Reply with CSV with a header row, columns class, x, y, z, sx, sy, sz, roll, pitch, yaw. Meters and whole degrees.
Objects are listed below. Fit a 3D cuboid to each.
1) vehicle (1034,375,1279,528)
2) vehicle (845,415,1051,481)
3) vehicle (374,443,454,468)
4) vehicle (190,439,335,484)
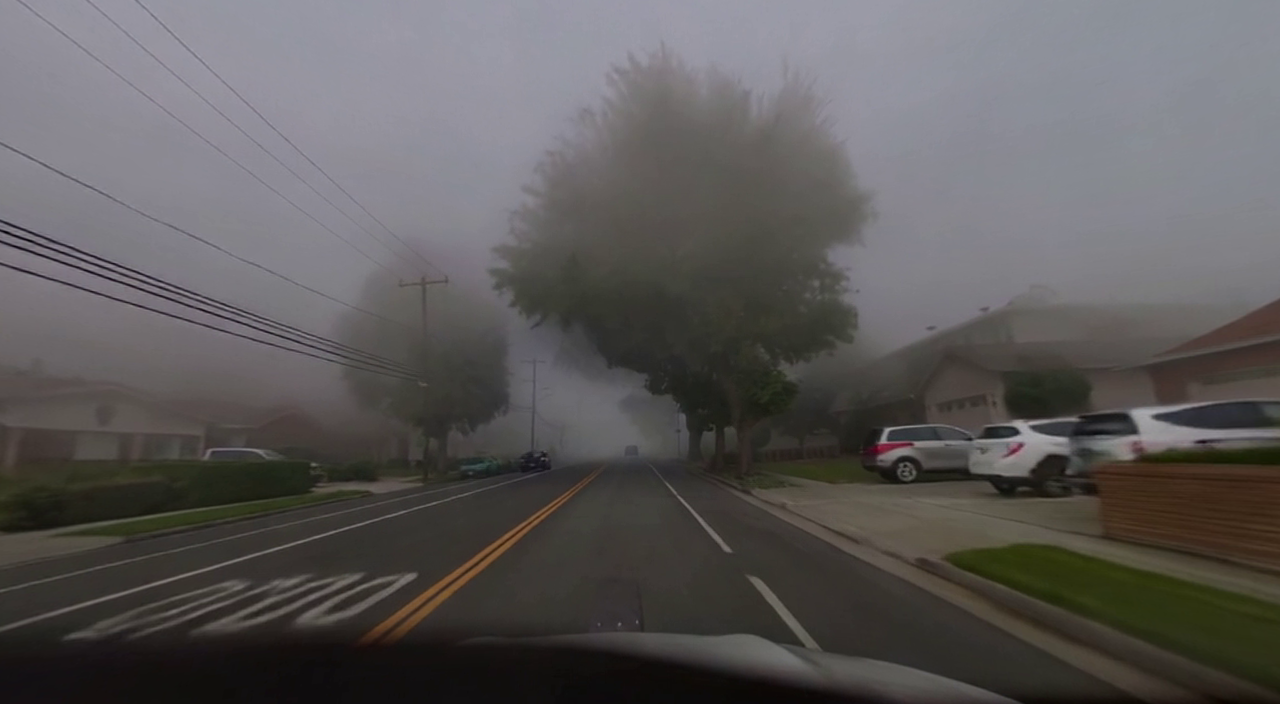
class,x,y,z,sx,sy,sz,roll,pitch,yaw
vehicle,8.843,1.424,9.173,4.747,1.942,2.158,0,-8,0
vehicle,9.256,2.936,19.386,5.212,1.853,2.062,0,-8,1
vehicle,-15.238,6.977,42.822,4.651,1.615,1.961,0,-8,2
vehicle,-15.113,4.391,25.502,4.501,1.689,2.106,0,-8,1
